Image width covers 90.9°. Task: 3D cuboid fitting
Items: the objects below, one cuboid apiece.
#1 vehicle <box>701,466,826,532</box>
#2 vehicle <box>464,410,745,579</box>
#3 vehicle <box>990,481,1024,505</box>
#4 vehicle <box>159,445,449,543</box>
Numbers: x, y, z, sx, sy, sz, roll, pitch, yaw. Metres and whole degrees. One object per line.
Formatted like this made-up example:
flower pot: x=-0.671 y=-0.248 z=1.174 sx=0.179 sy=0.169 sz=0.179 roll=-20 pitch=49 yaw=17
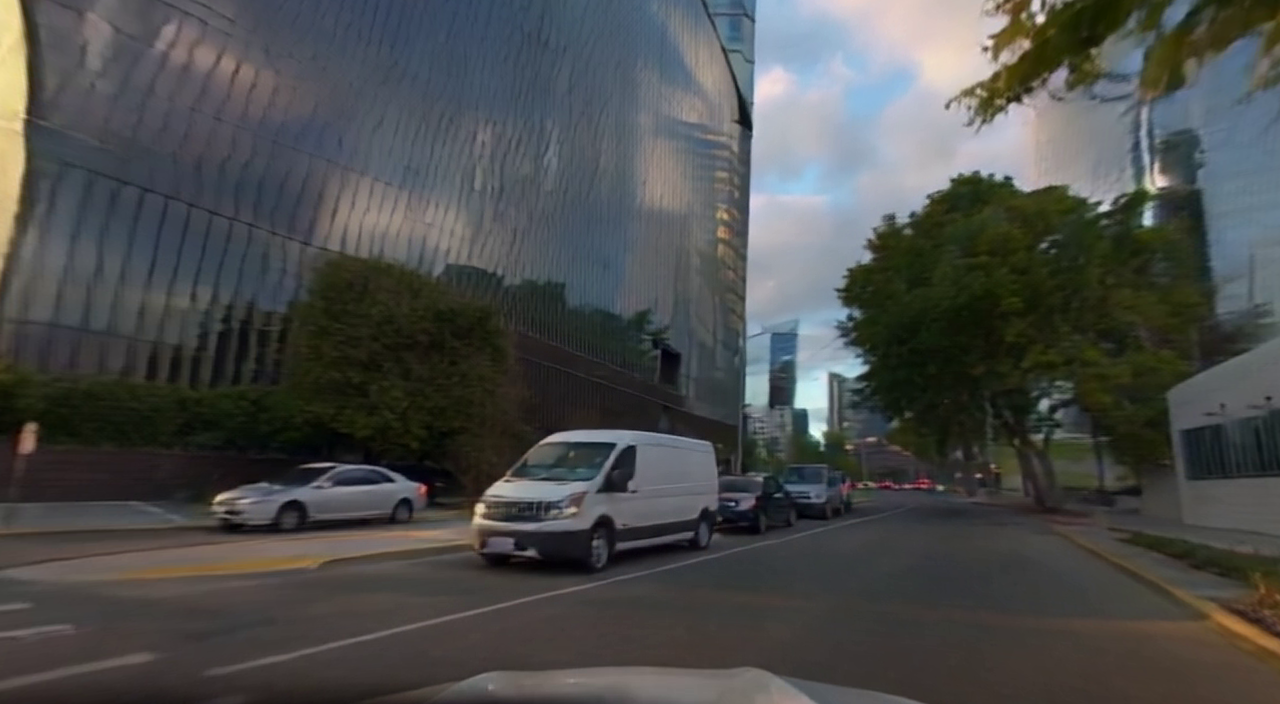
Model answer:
vehicle: x=3.479 y=3.872 z=17.040 sx=1.853 sy=1.495 sz=4.632 roll=-7 pitch=-13 yaw=29
vehicle: x=-0.197 y=2.250 z=10.427 sx=2.104 sy=2.013 sz=5.252 roll=-7 pitch=-13 yaw=28
vehicle: x=26.015 y=9.979 z=44.763 sx=1.899 sy=1.470 sz=3.666 roll=-5 pitch=-12 yaw=28
vehicle: x=-6.070 y=2.617 z=12.068 sx=1.868 sy=1.472 sz=4.470 roll=-5 pitch=-12 yaw=30
